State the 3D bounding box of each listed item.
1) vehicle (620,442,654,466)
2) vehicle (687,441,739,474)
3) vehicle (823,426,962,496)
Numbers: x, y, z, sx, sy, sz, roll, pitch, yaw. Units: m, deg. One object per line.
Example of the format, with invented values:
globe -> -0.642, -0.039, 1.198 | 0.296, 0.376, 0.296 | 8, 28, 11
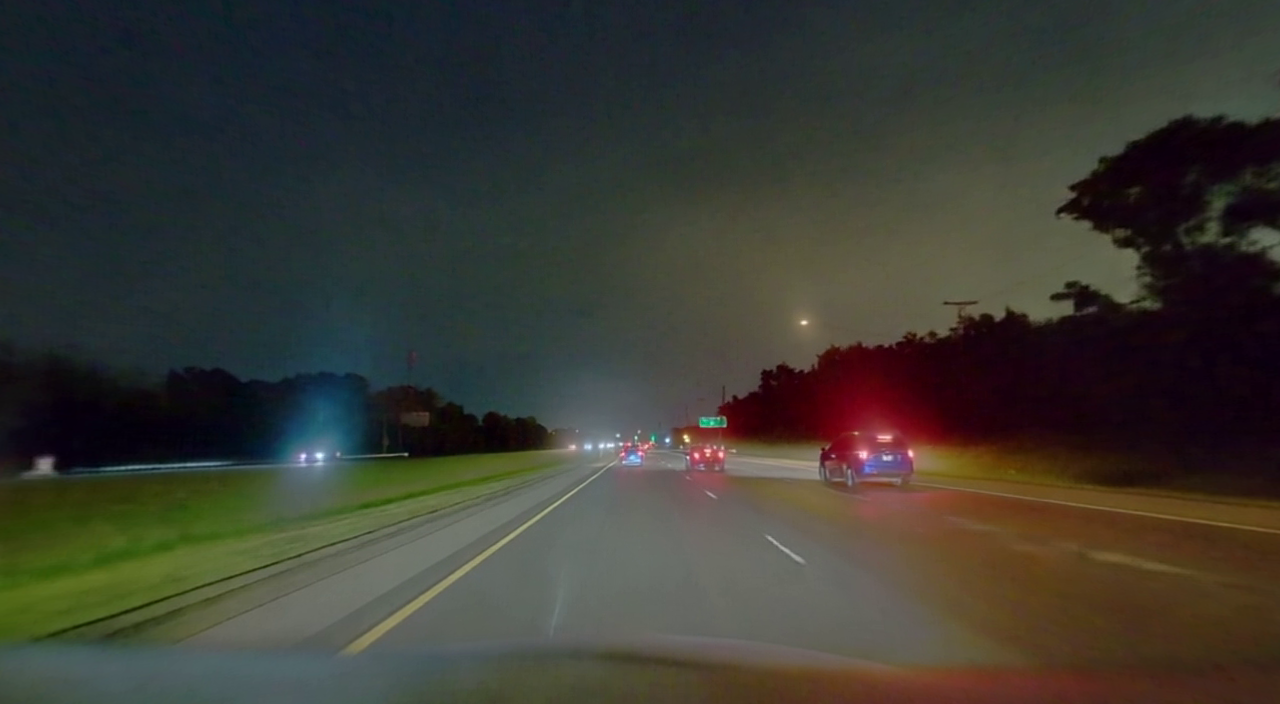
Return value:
vehicle -> -0.189, 6.598, 40.948 | 2.085, 1.449, 3.860 | 0, -8, 0
vehicle -> 3.574, 5.248, 31.709 | 1.978, 1.488, 4.252 | 0, -8, -1
vehicle -> 7.318, 3.208, 18.976 | 2.114, 1.800, 4.779 | 0, -8, -1
